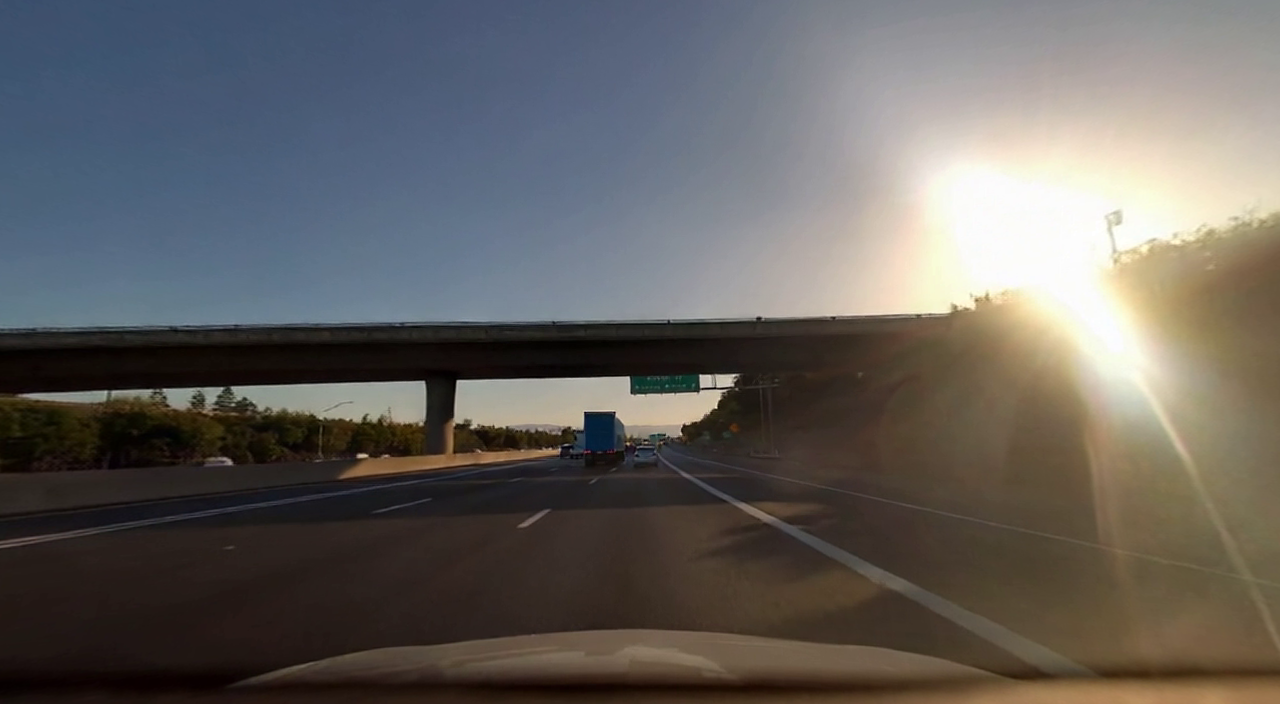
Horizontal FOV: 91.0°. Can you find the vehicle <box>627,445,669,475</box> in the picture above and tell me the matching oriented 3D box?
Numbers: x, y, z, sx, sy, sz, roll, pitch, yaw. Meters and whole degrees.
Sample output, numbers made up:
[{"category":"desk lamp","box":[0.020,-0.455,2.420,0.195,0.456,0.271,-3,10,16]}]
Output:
[{"category":"vehicle","box":[0.367,5.662,33.282,2.066,1.469,4.050,0,-9,-1]}]

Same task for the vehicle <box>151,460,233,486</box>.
[{"category":"vehicle","box":[-31.046,8.355,43.839,1.997,1.578,4.861,0,-9,1]}]
